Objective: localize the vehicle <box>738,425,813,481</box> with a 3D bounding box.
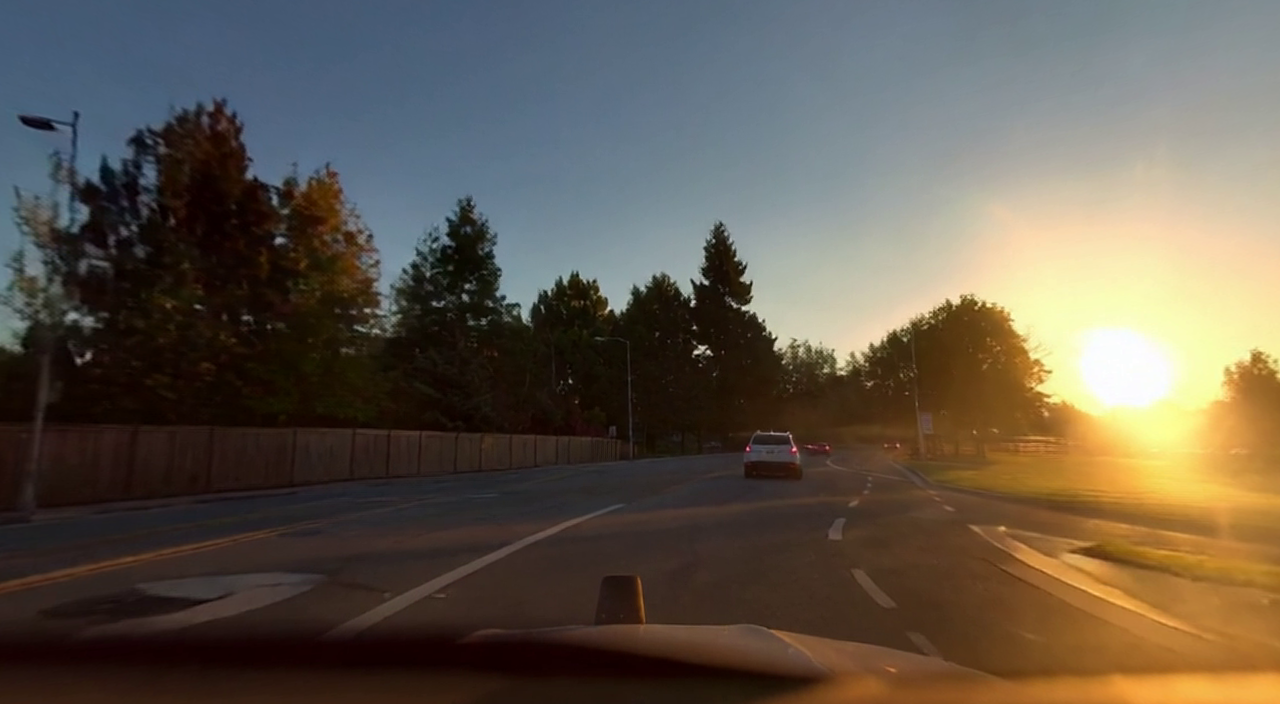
[{"bbox_3d":[5.163,3.739,23.639,2.230,1.827,4.580,-3,-9,18],"label":"vehicle"}]
